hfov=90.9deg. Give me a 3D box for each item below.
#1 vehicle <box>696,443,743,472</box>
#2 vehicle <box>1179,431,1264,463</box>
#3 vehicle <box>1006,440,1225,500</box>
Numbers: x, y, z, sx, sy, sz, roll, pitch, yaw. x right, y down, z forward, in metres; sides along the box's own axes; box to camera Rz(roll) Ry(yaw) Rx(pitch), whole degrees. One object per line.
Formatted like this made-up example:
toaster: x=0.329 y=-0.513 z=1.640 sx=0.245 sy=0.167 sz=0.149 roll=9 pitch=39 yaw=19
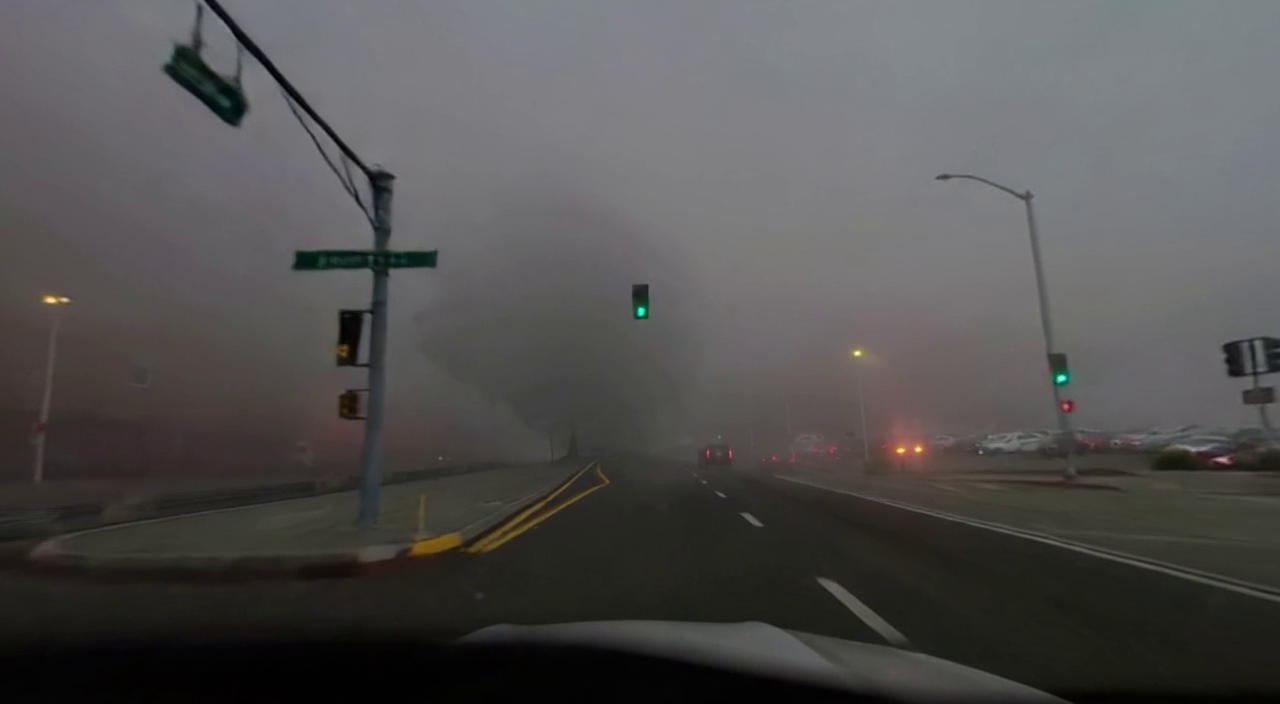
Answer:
vehicle: x=4.362 y=5.854 z=35.176 sx=2.038 sy=1.528 sz=4.259 roll=0 pitch=-8 yaw=0
vehicle: x=34.809 y=5.665 z=37.938 sx=2.013 sy=1.505 sz=5.690 roll=-8 pitch=-8 yaw=25
vehicle: x=13.051 y=3.194 z=17.515 sx=4.581 sy=1.434 sz=1.893 roll=-8 pitch=-11 yaw=41
